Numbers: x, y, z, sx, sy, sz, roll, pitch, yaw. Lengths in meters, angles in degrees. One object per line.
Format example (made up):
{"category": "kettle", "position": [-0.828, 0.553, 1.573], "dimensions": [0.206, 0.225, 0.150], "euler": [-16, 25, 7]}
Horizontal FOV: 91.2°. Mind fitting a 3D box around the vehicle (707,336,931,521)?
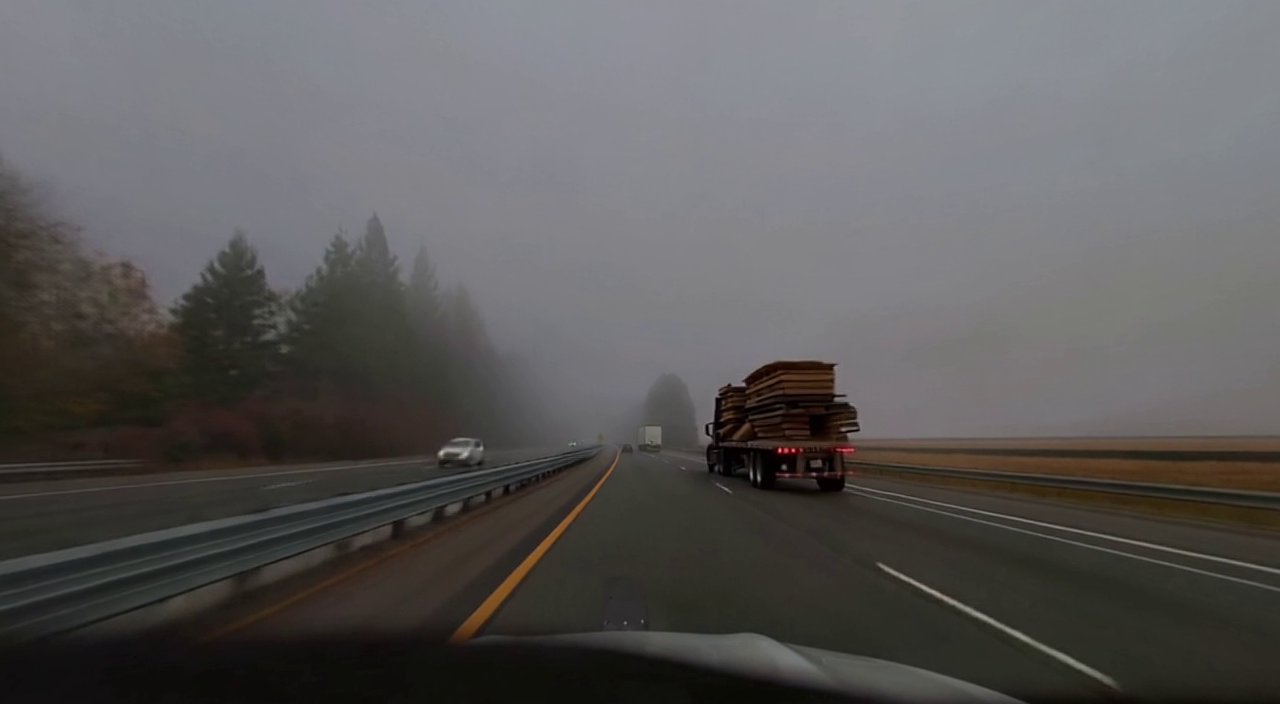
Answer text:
{"category": "vehicle", "position": [4.793, 2.784, 22.226], "dimensions": [3.023, 4.054, 16.882], "euler": [0, -8, 0]}
